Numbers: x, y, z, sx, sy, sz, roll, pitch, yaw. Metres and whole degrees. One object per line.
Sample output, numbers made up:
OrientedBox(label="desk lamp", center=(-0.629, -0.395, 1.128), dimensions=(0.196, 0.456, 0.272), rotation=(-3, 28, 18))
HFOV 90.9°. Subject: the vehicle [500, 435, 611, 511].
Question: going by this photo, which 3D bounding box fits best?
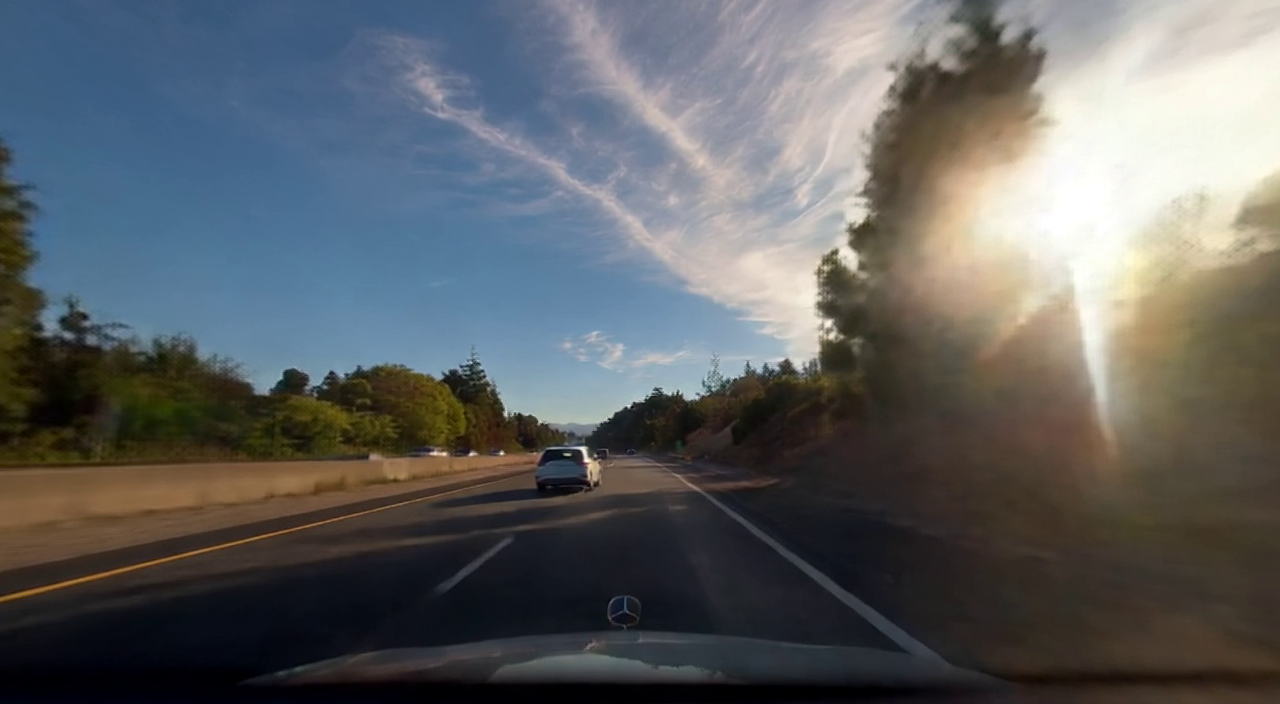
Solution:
OrientedBox(label="vehicle", center=(-2.011, 3.067, 16.482), dimensions=(2.135, 1.686, 4.517), rotation=(-1, -9, 2))
